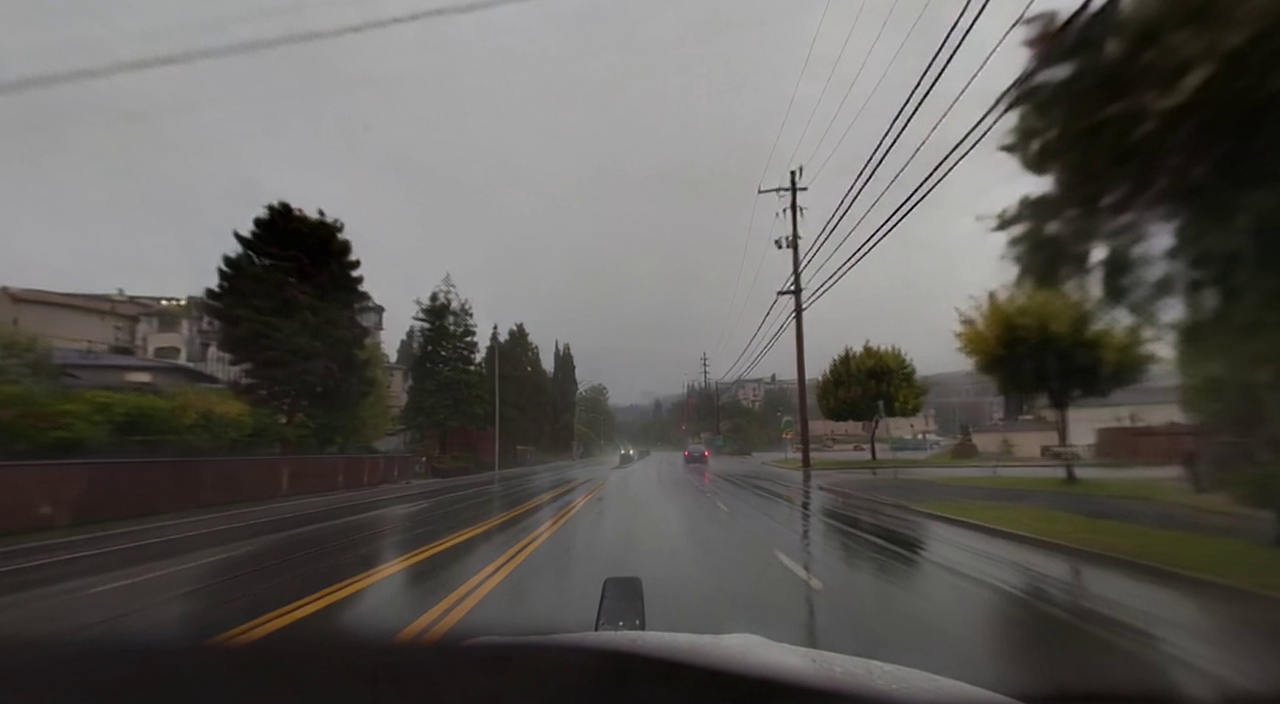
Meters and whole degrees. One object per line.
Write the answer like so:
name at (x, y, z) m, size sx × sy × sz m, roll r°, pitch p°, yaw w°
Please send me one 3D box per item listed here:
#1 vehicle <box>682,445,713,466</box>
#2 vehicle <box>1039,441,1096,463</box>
vehicle at (4.139, 7.577, 46.421) m, size 2.015 × 1.467 × 4.117 m, roll 0°, pitch -9°, yaw 2°
vehicle at (29.143, 6.806, 43.167) m, size 1.751 × 1.408 × 4.127 m, roll -2°, pitch -9°, yaw 13°
